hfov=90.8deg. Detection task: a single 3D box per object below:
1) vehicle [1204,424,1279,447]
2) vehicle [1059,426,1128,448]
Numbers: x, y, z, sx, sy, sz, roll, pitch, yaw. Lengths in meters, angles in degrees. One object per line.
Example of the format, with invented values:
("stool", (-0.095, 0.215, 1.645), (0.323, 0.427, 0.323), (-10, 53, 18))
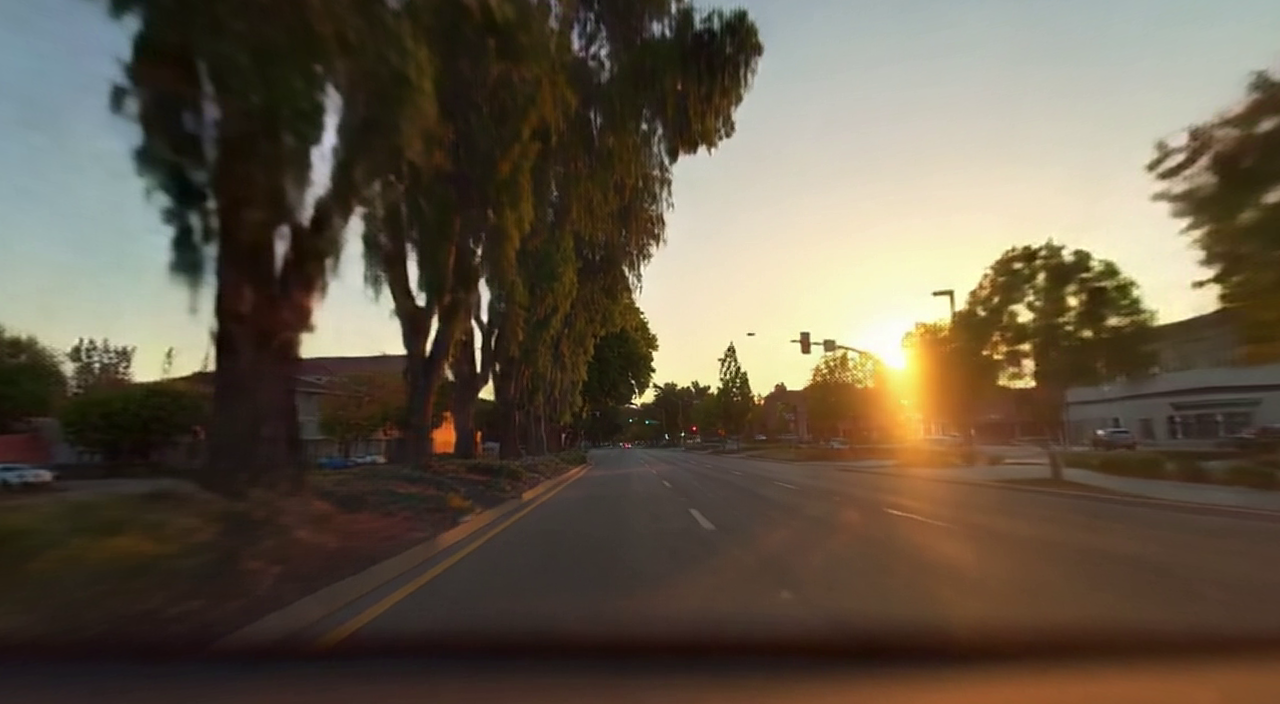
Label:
("vehicle", (40.927, 5.634, 42.316), (1.816, 1.472, 4.822), (0, -9, 0))
("vehicle", (35.066, 6.642, 49.024), (1.886, 1.548, 4.605), (0, -9, -1))
